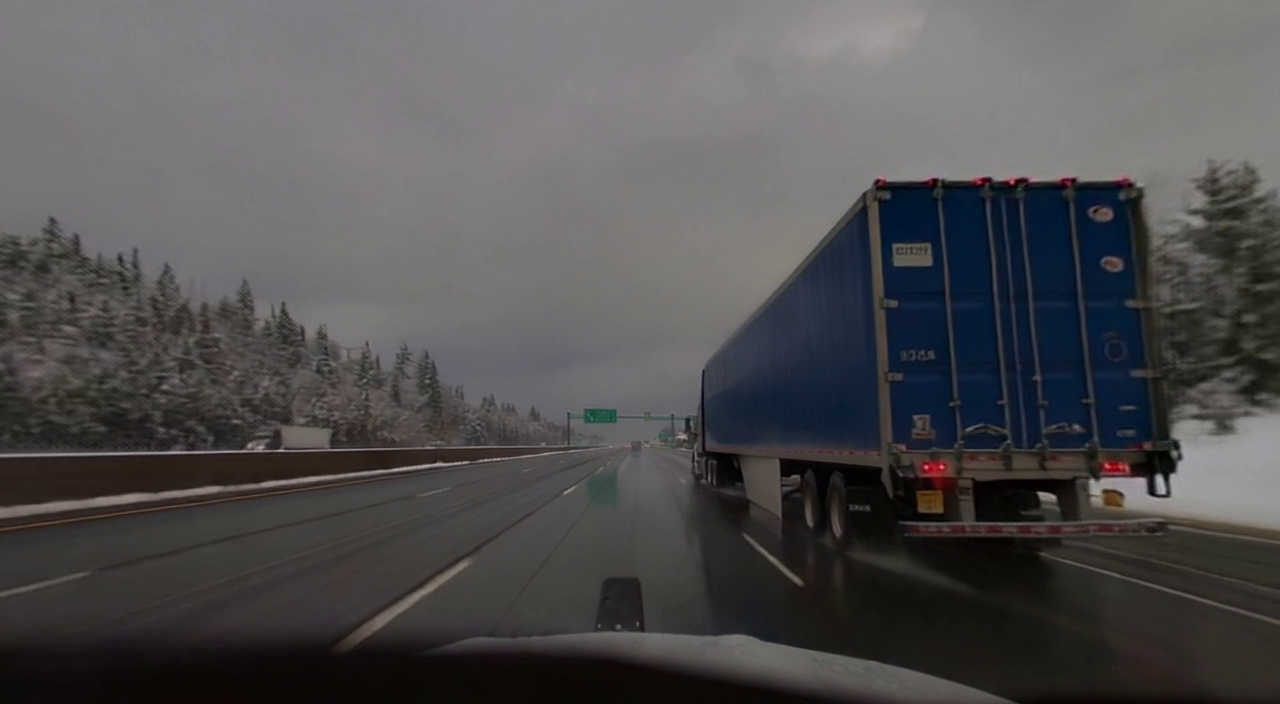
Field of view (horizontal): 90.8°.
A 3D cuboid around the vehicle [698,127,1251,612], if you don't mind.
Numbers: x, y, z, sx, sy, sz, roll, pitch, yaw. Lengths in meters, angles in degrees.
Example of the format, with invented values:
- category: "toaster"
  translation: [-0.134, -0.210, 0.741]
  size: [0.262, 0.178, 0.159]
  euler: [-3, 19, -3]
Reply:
- category: "vehicle"
  translation: [3.462, 1.275, 13.497]
  size: [2.743, 4.160, 16.408]
  euler: [0, -9, -1]
